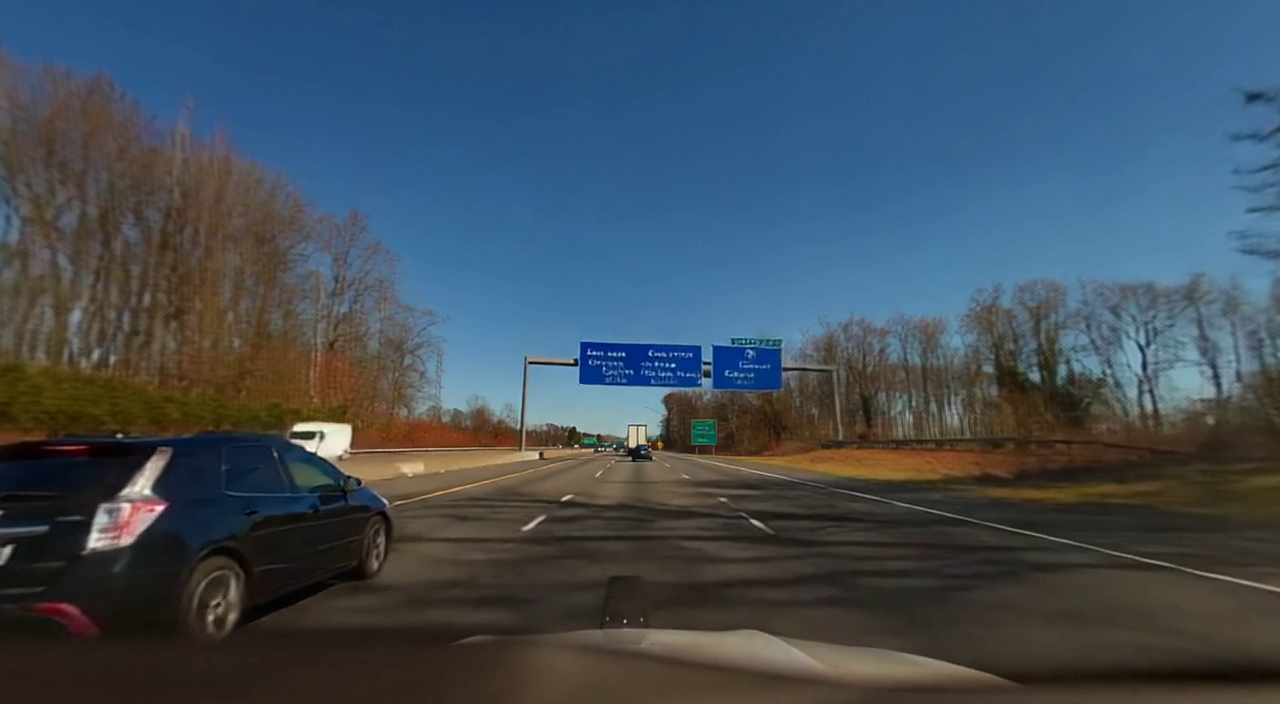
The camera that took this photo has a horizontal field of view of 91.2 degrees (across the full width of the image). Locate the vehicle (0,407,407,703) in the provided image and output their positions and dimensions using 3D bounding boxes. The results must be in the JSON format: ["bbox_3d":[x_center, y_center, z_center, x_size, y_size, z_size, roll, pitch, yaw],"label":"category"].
[{"bbox_3d":[-3.383,1.218,4.036,2.012,1.500,4.452,0,-9,1],"label":"vehicle"}]

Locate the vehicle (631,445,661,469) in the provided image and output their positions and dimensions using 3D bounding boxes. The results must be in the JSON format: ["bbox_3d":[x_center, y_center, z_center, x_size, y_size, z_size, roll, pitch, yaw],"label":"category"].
[{"bbox_3d":[0.367,6.795,40.894,1.859,1.478,3.799,0,-9,0],"label":"vehicle"}]
